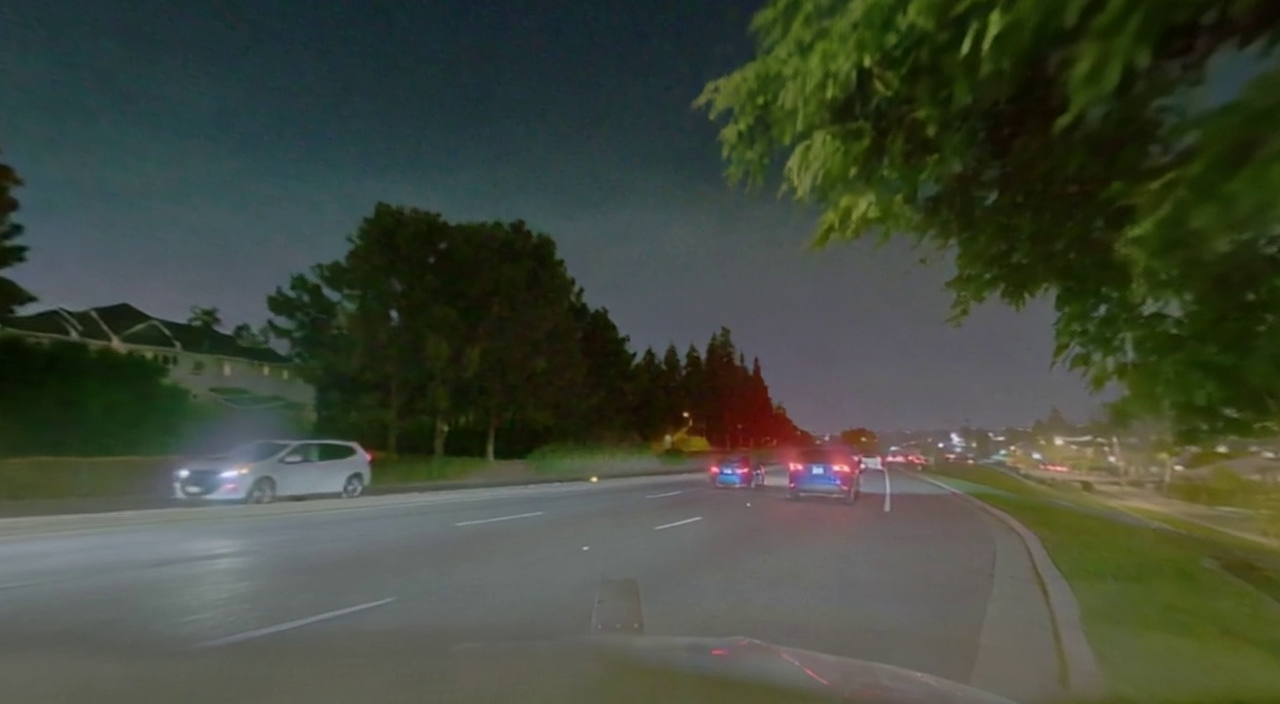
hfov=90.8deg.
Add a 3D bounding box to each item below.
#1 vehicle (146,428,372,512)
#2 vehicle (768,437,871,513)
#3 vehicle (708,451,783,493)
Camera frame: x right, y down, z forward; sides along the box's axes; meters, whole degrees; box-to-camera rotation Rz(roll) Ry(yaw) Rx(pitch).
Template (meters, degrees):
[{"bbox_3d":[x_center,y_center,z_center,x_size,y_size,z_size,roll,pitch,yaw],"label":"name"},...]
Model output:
[{"bbox_3d":[-9.496,2.940,16.272,1.973,1.826,4.538,-4,-9,25],"label":"vehicle"},{"bbox_3d":[5.209,3.370,17.926,2.125,1.830,4.370,-4,-9,24],"label":"vehicle"},{"bbox_3d":[4.648,5.081,27.230,2.123,1.592,4.505,-4,-9,23],"label":"vehicle"}]
